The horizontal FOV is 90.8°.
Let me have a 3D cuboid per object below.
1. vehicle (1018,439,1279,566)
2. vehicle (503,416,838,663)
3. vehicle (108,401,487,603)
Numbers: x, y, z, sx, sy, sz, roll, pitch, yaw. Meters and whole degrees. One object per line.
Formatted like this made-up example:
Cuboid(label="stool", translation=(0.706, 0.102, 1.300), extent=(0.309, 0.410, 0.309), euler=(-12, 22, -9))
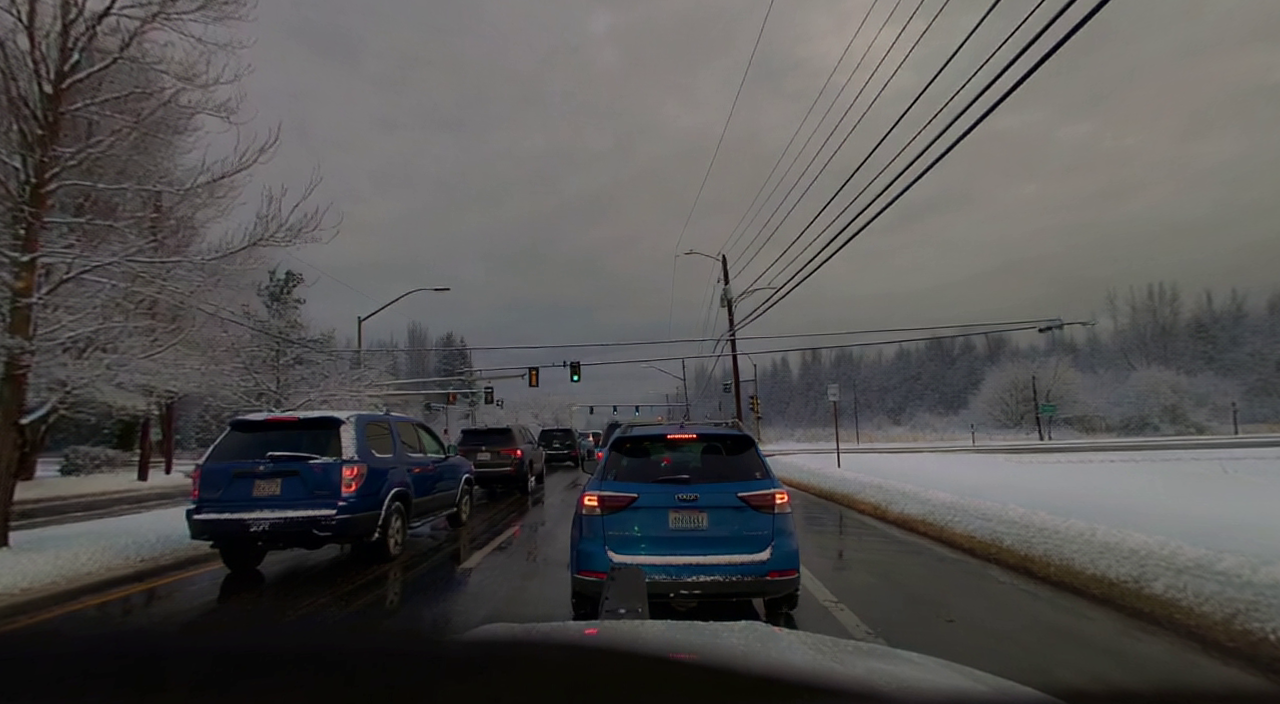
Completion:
Cuboid(label="vehicle", translation=(8.389, 2.155, 9.938), extent=(1.993, 1.508, 4.521), euler=(0, -9, -1))
Cuboid(label="vehicle", translation=(0.121, 1.446, 5.957), extent=(2.056, 1.487, 4.003), euler=(0, -9, -2))
Cuboid(label="vehicle", translation=(-3.467, 1.609, 7.645), extent=(2.105, 1.706, 4.337), euler=(0, -9, 0))
